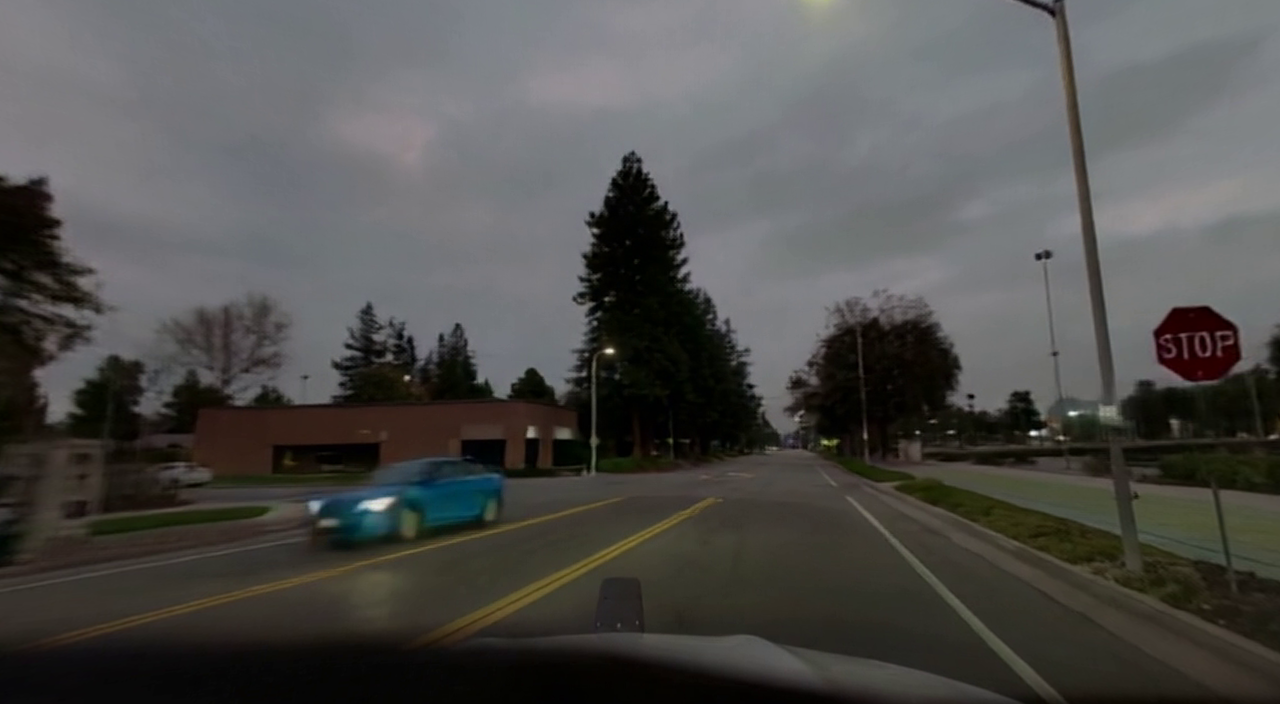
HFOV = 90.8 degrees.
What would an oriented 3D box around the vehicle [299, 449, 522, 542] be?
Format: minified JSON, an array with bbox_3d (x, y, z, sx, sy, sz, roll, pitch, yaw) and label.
[{"bbox_3d":[-4.236,2.685,12.602,1.926,1.465,4.433,-2,-9,15],"label":"vehicle"}]

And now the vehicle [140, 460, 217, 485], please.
[{"bbox_3d":[-30.746,7.990,42.067,4.252,1.506,1.860,-2,-10,19],"label":"vehicle"}]
